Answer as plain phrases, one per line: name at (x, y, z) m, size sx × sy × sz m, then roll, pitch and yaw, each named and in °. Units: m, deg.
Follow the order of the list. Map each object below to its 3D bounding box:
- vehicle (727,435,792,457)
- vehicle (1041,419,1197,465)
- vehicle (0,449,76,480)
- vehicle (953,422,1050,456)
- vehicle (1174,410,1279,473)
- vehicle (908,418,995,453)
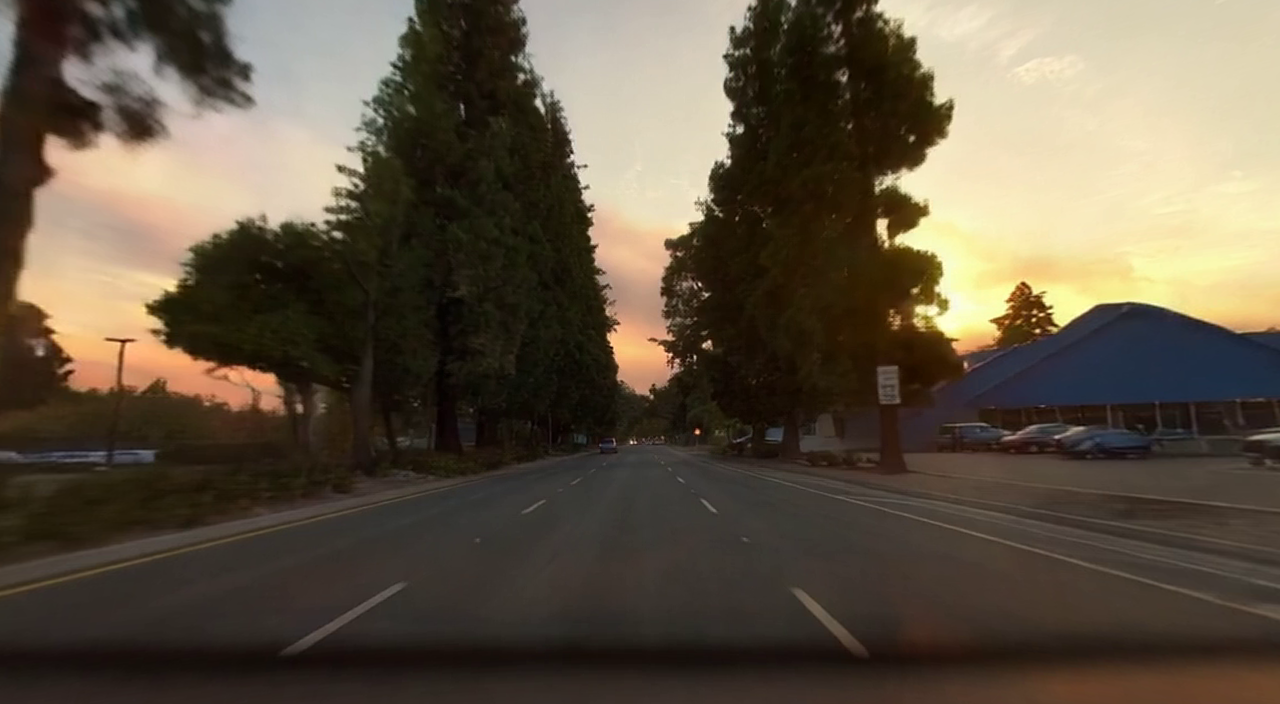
vehicle at (8.725, 6.933, 46.435) m, size 4.575 × 1.514 × 1.932 m, roll -1°, pitch -8°, yaw 7°
vehicle at (16.956, 3.237, 22.701) m, size 1.804 × 1.468 × 4.699 m, roll 0°, pitch -8°, yaw -2°
vehicle at (-37.625, 6.817, 38.520) m, size 1.900 × 1.685 × 4.572 m, roll 0°, pitch -8°, yaw 1°
vehicle at (17.028, 4.177, 30.011) m, size 1.825 × 1.458 × 4.689 m, roll 0°, pitch -8°, yaw 0°
vehicle at (16.598, 2.277, 16.087) m, size 1.968 × 1.511 × 4.497 m, roll 0°, pitch -8°, yaw 1°
vehicle at (17.472, 4.765, 35.762) m, size 2.094 × 1.813 × 5.789 m, roll -1°, pitch -8°, yaw 1°
